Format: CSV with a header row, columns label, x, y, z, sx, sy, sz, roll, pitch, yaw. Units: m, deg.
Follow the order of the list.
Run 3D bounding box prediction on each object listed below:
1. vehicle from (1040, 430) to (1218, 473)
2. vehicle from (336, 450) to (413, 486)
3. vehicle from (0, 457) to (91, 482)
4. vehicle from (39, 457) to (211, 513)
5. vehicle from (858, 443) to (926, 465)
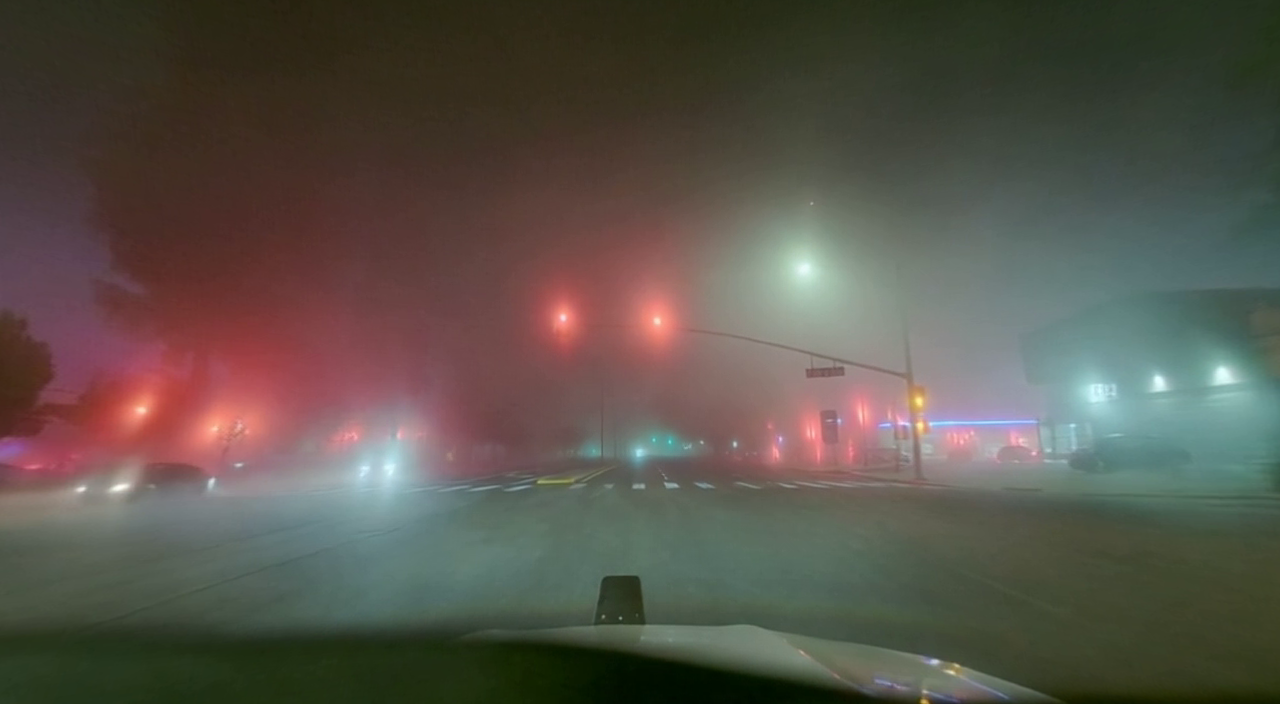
label,x,y,z,sx,sy,sz,roll,pitch,yaw
vehicle,20.870,4.270,27.192,5.587,1.689,2.605,0,-9,-3
vehicle,-12.979,5.669,31.212,1.892,1.639,4.311,0,-9,1
vehicle,-43.275,8.545,46.153,2.057,1.628,4.784,0,-9,-2
vehicle,-16.662,4.284,20.821,1.924,1.557,4.357,0,-9,1
vehicle,19.801,8.057,49.832,4.468,1.635,2.017,0,-9,-3
